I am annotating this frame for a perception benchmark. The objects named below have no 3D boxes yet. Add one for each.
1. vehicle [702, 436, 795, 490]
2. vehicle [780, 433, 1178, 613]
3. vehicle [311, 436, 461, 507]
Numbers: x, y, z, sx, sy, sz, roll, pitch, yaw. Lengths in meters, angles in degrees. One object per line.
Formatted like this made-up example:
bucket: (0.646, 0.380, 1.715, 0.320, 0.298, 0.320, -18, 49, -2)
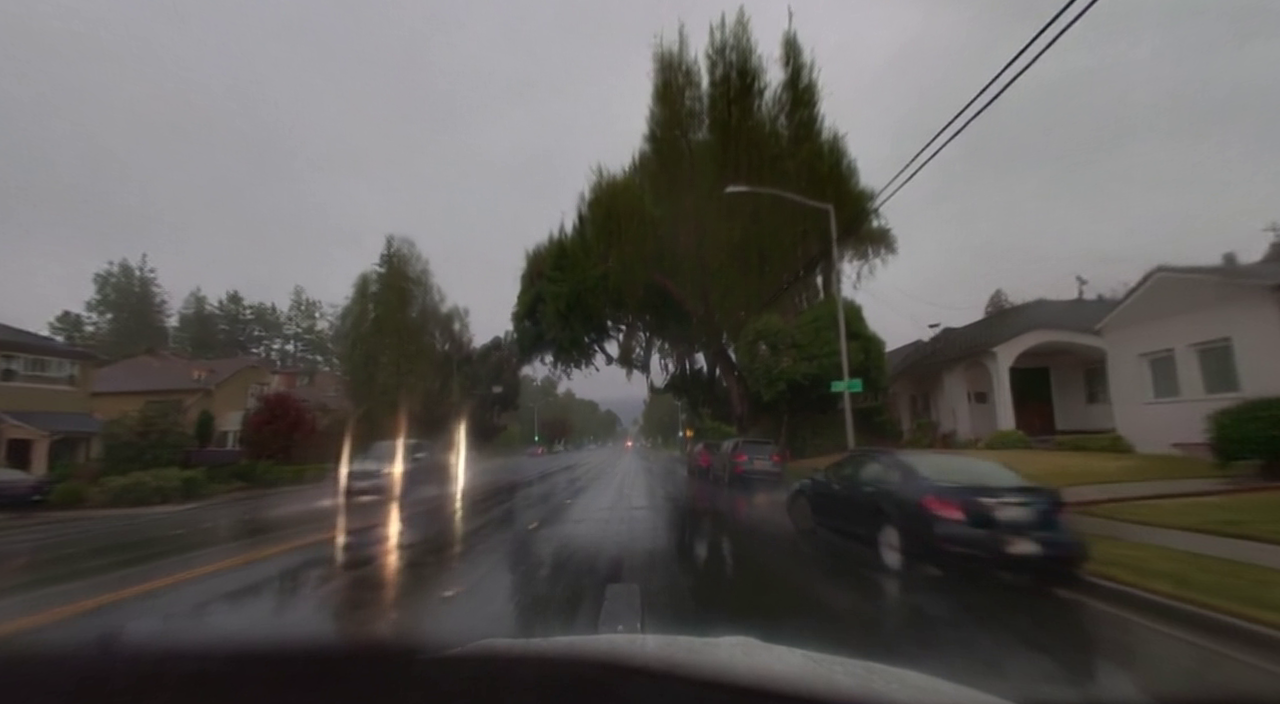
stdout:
vehicle: (3.449, 3.647, 21.172, 2.034, 1.551, 5.272, 0, -9, -2)
vehicle: (3.430, 1.830, 7.938, 2.158, 1.477, 5.135, -1, -9, 0)
vehicle: (-7.132, 3.403, 18.554, 2.120, 1.726, 5.445, -1, -8, 0)
